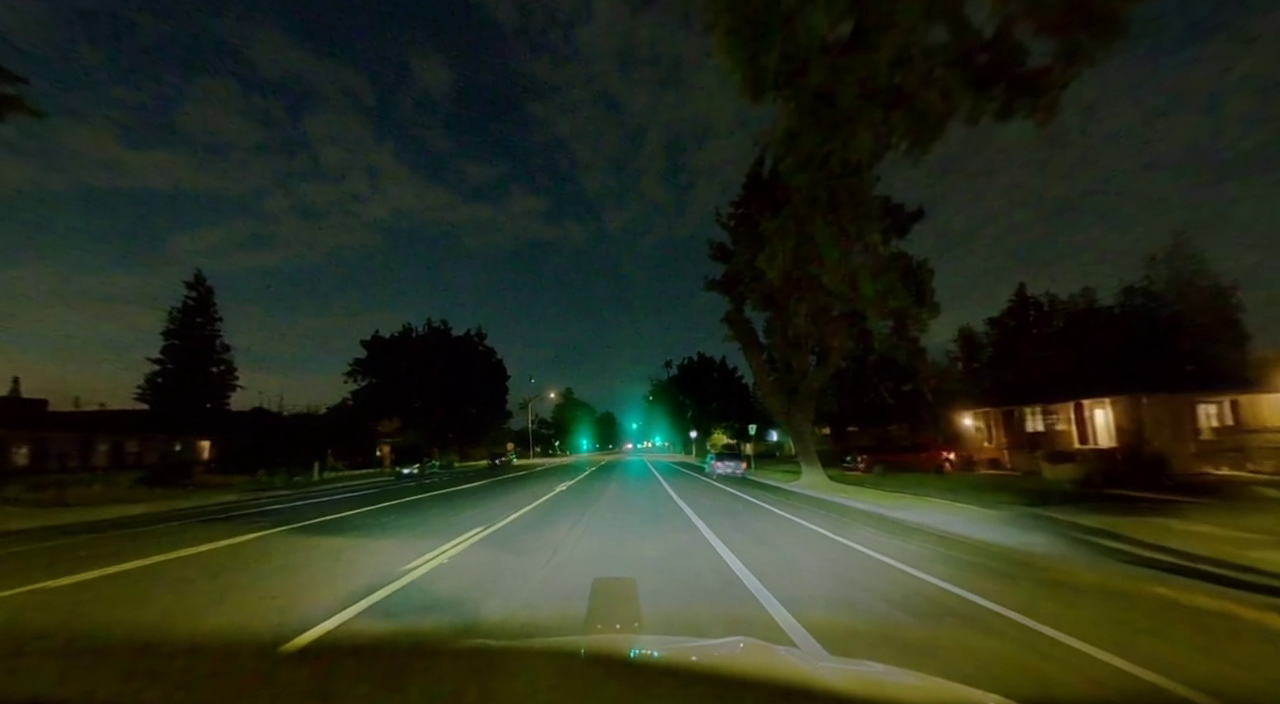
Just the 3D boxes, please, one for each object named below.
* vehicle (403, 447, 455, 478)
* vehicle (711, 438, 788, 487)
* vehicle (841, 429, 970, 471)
[{"bbox_3d":[-13.537,7.067,40.815,1.970,1.677,4.270,-1,-7,0],"label":"vehicle"},{"bbox_3d":[4.047,4.161,24.212,2.045,1.677,4.509,0,-8,-1],"label":"vehicle"},{"bbox_3d":[11.806,4.374,28.341,4.860,1.772,2.007,0,-8,-3],"label":"vehicle"}]
